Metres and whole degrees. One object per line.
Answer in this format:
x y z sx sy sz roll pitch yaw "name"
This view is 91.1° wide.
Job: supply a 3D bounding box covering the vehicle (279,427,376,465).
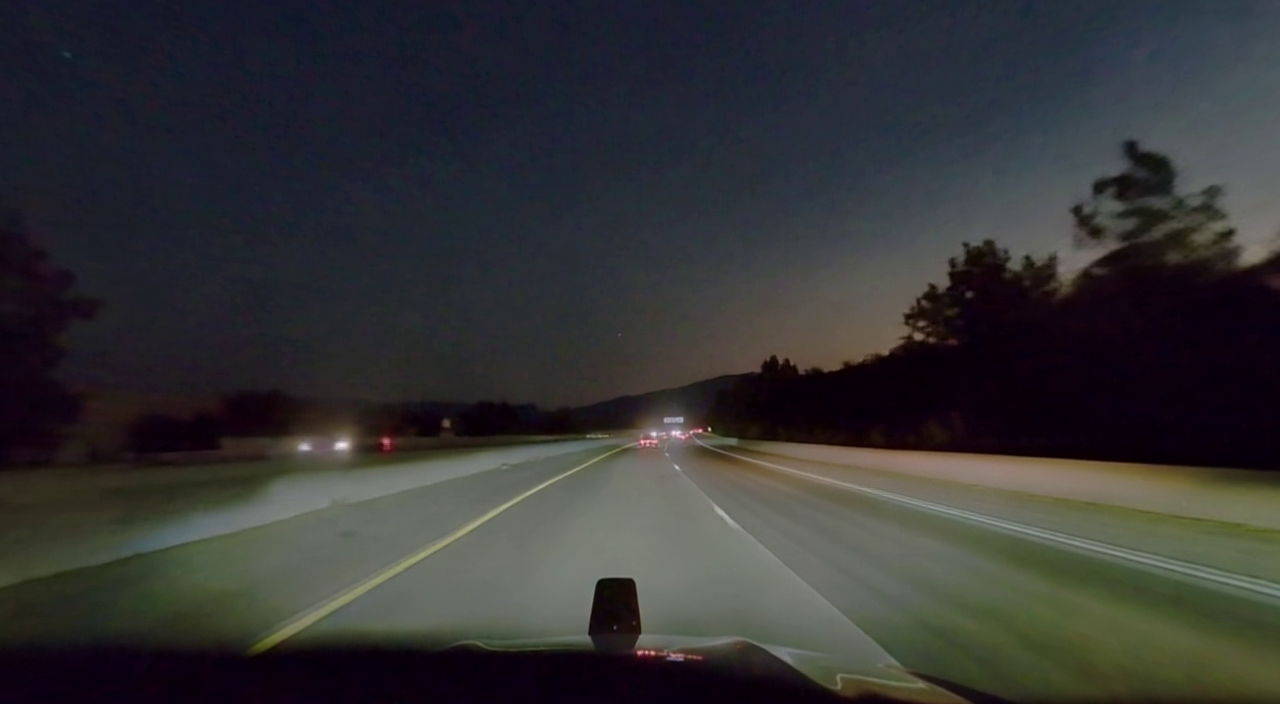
-15.070 4.569 30.700 2.048 1.687 5.274 0 -8 0 "vehicle"
